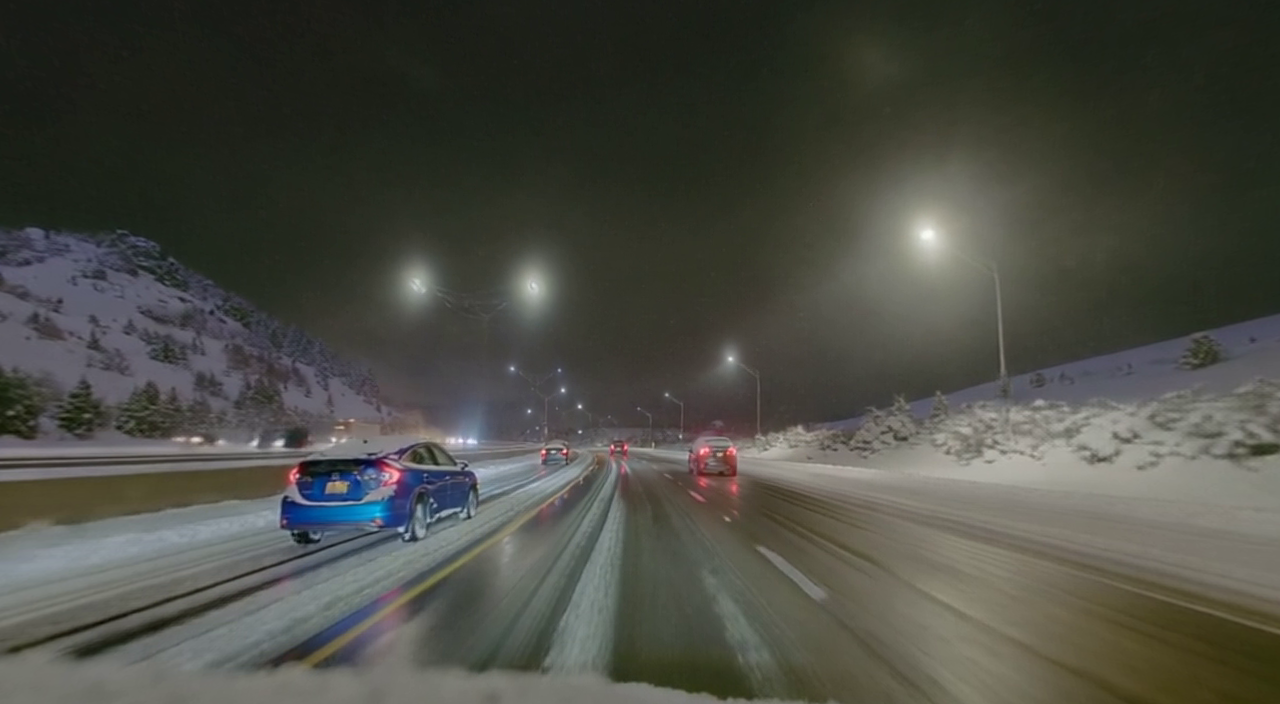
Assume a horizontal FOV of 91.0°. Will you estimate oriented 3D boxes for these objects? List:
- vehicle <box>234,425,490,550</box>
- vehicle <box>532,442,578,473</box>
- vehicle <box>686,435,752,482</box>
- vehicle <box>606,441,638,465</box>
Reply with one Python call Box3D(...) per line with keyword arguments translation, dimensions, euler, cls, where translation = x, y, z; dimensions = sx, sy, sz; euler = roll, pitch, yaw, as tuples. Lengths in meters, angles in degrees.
Box3D(translation=(-3.921, 1.990, 9.899), dimensions=(1.993, 1.500, 4.248), euler=(0, -9, 1), cls="vehicle")
Box3D(translation=(-4.307, 5.371, 32.287), dimensions=(1.796, 1.464, 3.839), euler=(0, -9, 0), cls="vehicle")
Box3D(translation=(3.308, 4.562, 27.327), dimensions=(2.222, 1.820, 4.733), euler=(0, -9, -1), cls="vehicle")
Box3D(translation=(-1.226, 7.042, 44.079), dimensions=(2.147, 1.572, 4.094), euler=(0, -9, -1), cls="vehicle")
